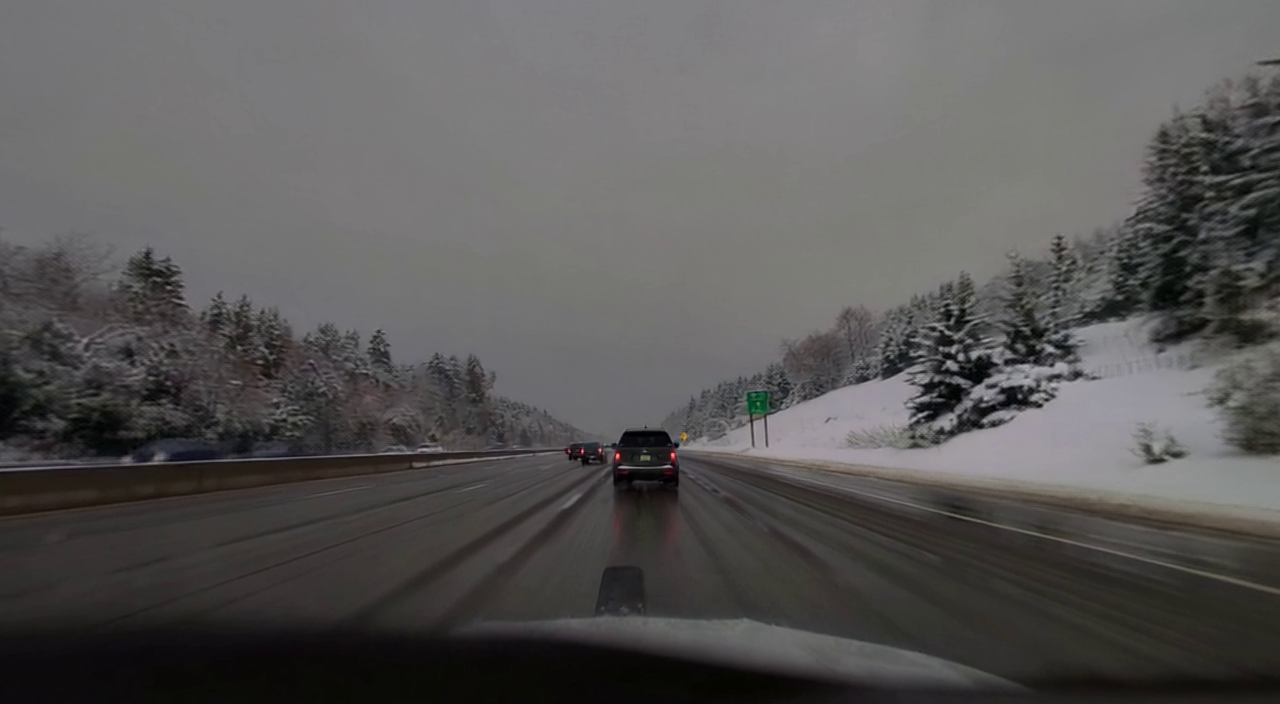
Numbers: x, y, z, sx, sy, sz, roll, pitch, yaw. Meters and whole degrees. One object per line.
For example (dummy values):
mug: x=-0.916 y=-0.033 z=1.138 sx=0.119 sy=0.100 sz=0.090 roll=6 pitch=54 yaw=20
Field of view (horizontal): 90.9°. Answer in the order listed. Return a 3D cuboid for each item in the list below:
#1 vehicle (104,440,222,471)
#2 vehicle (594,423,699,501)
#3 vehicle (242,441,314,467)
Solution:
vehicle: x=-28.212 y=6.156 z=37.670 sx=2.419 sy=1.699 sz=5.916 roll=0 pitch=-9 yaw=1
vehicle: x=0.158 y=2.897 z=16.989 sx=2.447 sy=1.804 sz=4.273 roll=0 pitch=-9 yaw=0
vehicle: x=-24.156 y=6.828 z=42.281 sx=2.012 sy=1.618 sz=4.619 roll=0 pitch=-9 yaw=1
